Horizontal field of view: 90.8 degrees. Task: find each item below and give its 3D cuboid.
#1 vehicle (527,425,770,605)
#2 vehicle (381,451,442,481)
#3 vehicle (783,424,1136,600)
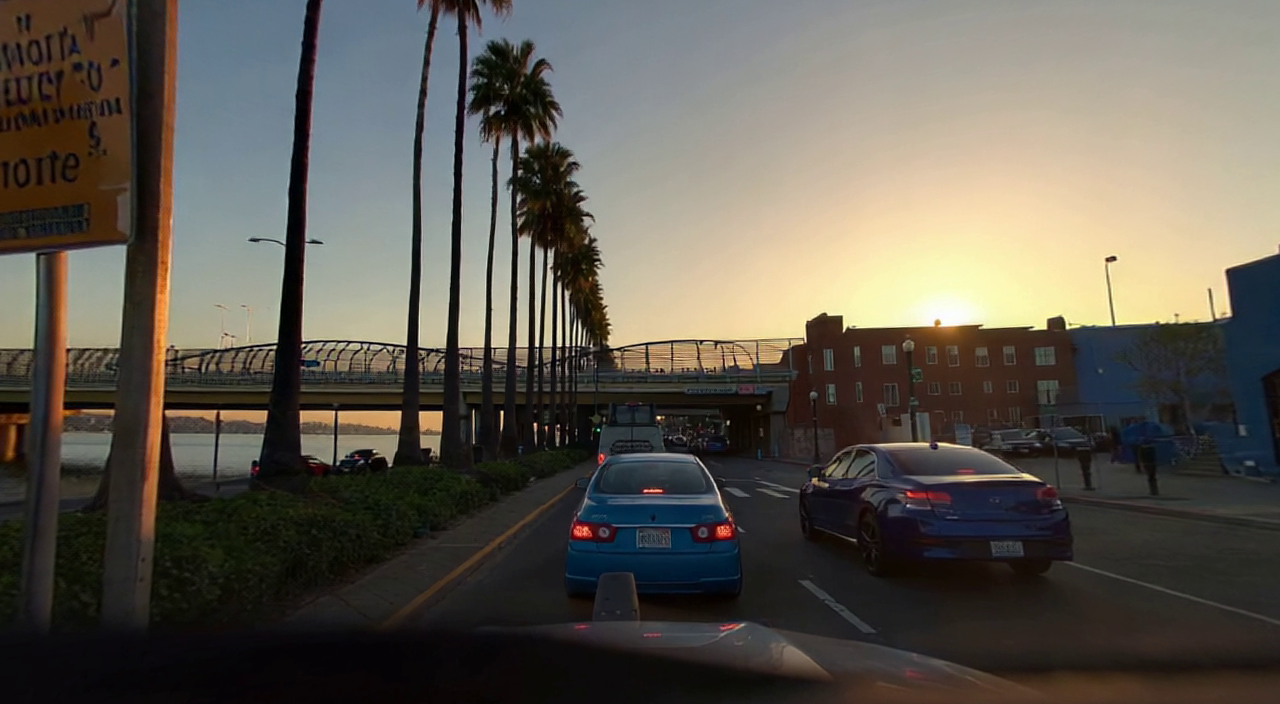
[{"bbox_3d":[0.059,1.666,7.269,2.048,1.503,3.681,0,-9,0],"label":"vehicle"},{"bbox_3d":[-14.950,7.466,41.653,2.104,1.802,4.852,-1,-8,2],"label":"vehicle"},{"bbox_3d":[3.264,1.709,7.707,1.920,1.490,4.417,0,-9,-1],"label":"vehicle"}]
